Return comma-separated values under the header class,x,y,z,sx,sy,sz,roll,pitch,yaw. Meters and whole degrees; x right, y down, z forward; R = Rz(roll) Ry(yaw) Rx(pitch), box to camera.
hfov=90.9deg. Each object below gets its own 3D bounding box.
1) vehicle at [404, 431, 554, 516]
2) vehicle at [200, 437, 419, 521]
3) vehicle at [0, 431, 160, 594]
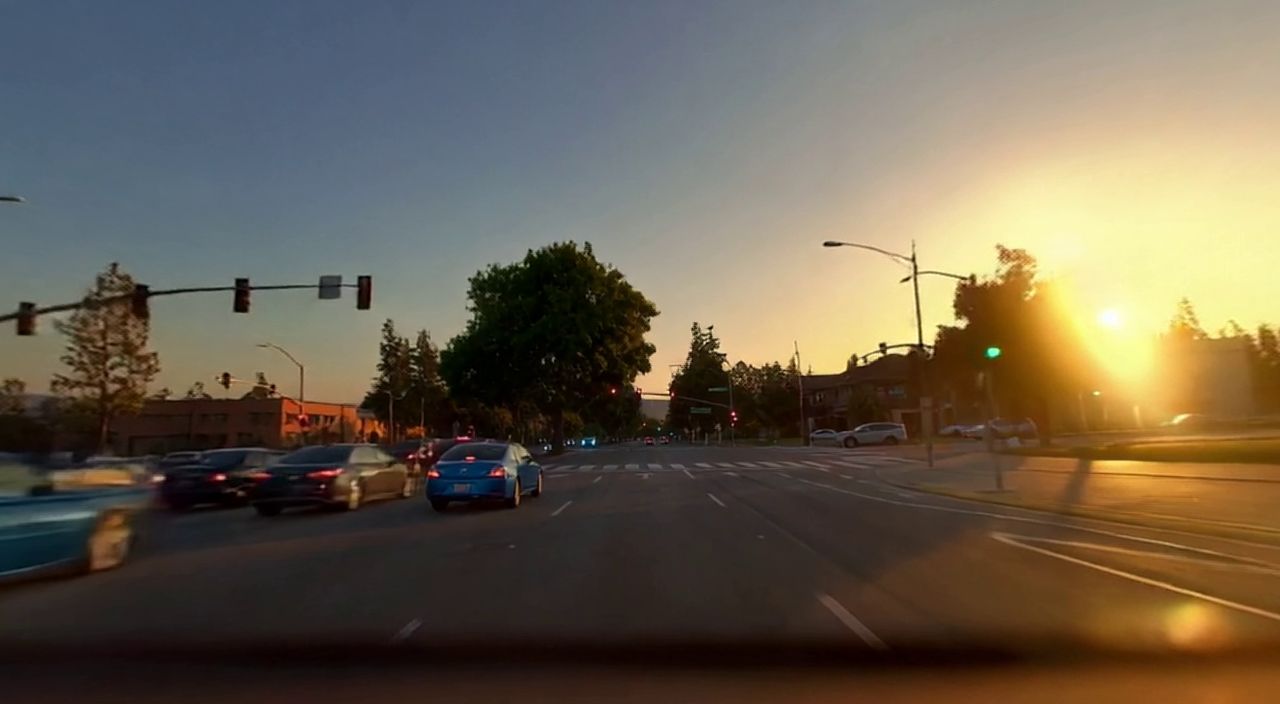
class,x,y,z,sx,sy,sz,roll,pitch,yaw
vehicle,-3.161,2.487,13.417,1.924,1.480,4.421,-1,-8,2
vehicle,-6.790,2.640,13.720,2.133,1.485,4.681,-1,-8,2
vehicle,-6.818,1.406,5.300,2.006,1.461,4.476,-1,-8,0
